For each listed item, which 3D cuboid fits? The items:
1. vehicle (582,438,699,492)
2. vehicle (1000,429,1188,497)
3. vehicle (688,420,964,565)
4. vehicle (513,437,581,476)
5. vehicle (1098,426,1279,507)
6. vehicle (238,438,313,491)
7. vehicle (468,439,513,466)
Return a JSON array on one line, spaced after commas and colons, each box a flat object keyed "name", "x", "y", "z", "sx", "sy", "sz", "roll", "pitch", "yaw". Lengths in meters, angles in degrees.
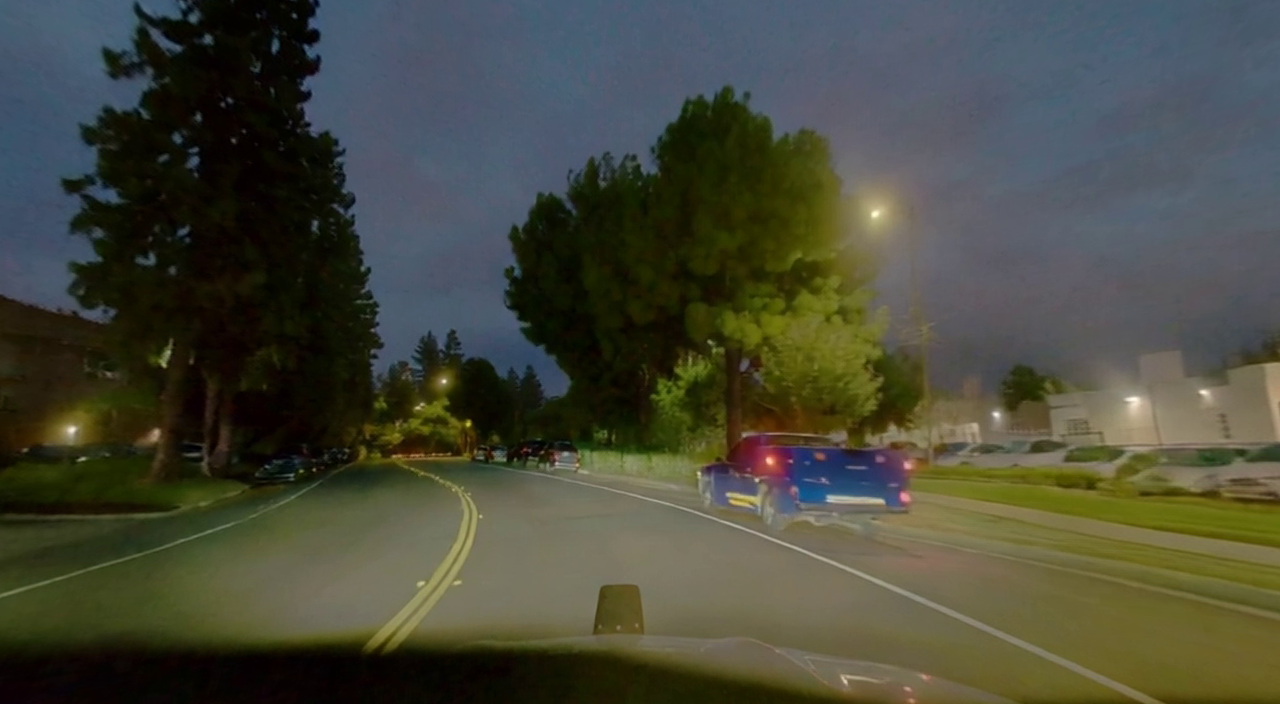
[{"name": "vehicle", "x": -0.129, "y": 3.571, "z": 20.516, "sx": 2.053, "sy": 1.519, "sz": 4.611, "roll": 4, "pitch": -9, "yaw": -24}, {"name": "vehicle", "x": 11.468, "y": 2.747, "z": 16.005, "sx": 3.974, "sy": 1.528, "sz": 2.085, "roll": 4, "pitch": -9, "yaw": -25}, {"name": "vehicle", "x": 2.731, "y": 2.117, "z": 10.958, "sx": 2.042, "sy": 1.817, "sz": 5.202, "roll": 2, "pitch": -6, "yaw": -17}, {"name": "vehicle", "x": -4.653, "y": 5.050, "z": 30.919, "sx": 2.055, "sy": 1.731, "sz": 4.686, "roll": 4, "pitch": -9, "yaw": -24}, {"name": "vehicle", "x": 12.449, "y": 2.400, "z": 13.580, "sx": 4.433, "sy": 1.513, "sz": 2.001, "roll": 3, "pitch": -9, "yaw": -21}, {"name": "vehicle", "x": -15.212, "y": 4.638, "z": 26.681, "sx": 2.154, "sy": 1.870, "sz": 5.118, "roll": 0, "pitch": -7, "yaw": -24}, {"name": "vehicle", "x": -10.860, "y": 7.224, "z": 45.601, "sx": 2.137, "sy": 1.814, "sz": 5.303, "roll": 4, "pitch": -9, "yaw": -24}]
